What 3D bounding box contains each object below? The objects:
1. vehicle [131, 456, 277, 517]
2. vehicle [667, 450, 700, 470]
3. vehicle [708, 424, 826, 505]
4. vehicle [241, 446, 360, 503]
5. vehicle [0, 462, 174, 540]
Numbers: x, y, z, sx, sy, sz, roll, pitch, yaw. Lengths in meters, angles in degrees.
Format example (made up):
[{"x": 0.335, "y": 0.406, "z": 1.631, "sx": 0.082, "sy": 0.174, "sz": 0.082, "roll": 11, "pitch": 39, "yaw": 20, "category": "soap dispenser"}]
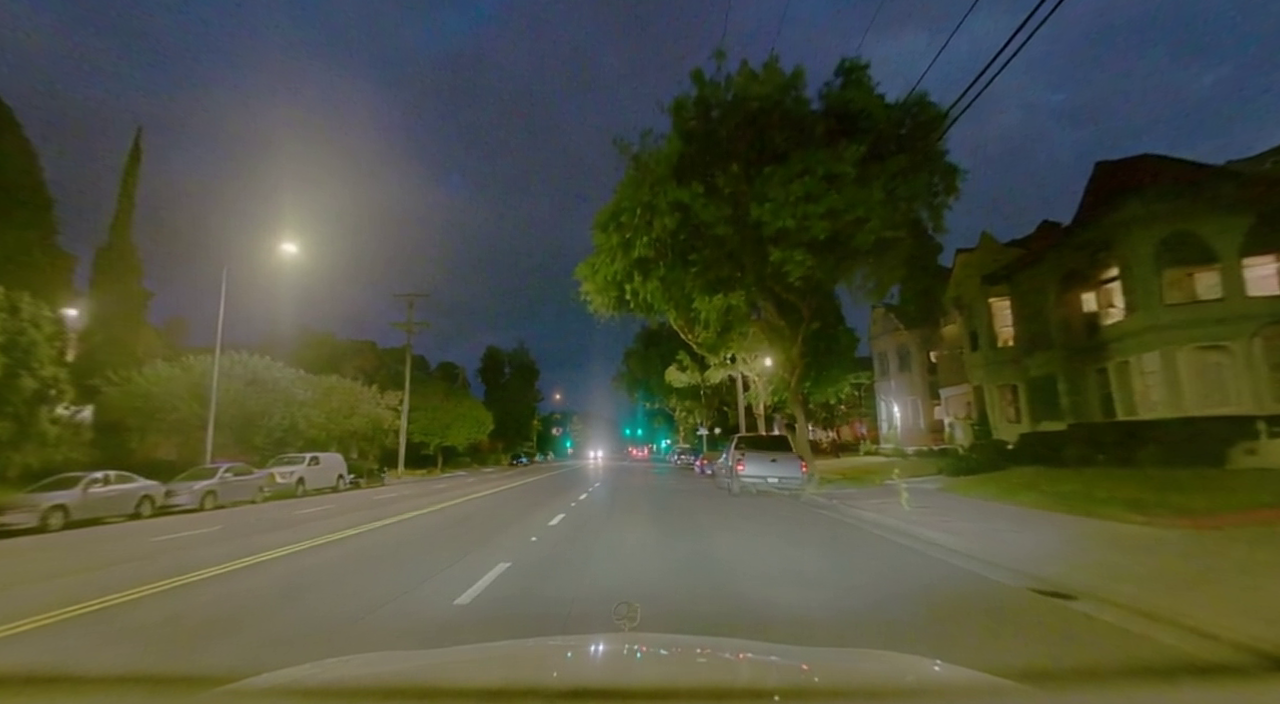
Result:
[{"x": -13.890, "y": 4.256, "z": 20.472, "sx": 1.772, "sy": 1.736, "sz": 4.020, "roll": 0, "pitch": -9, "yaw": 1, "category": "vehicle"}, {"x": 3.347, "y": 8.431, "z": 49.656, "sx": 2.158, "sy": 1.477, "sz": 5.135, "roll": 0, "pitch": -9, "yaw": 0, "category": "vehicle"}, {"x": 3.567, "y": 3.354, "z": 19.238, "sx": 2.327, "sy": 2.026, "sz": 6.259, "roll": 0, "pitch": -9, "yaw": 0, "category": "vehicle"}, {"x": -13.944, "y": 5.049, "z": 26.405, "sx": 2.213, "sy": 1.903, "sz": 5.326, "roll": -4, "pitch": -9, "yaw": -2, "category": "vehicle"}, {"x": -13.923, "y": 3.560, "z": 15.441, "sx": 2.017, "sy": 1.574, "sz": 4.024, "roll": -4, "pitch": -10, "yaw": -1, "category": "vehicle"}]
